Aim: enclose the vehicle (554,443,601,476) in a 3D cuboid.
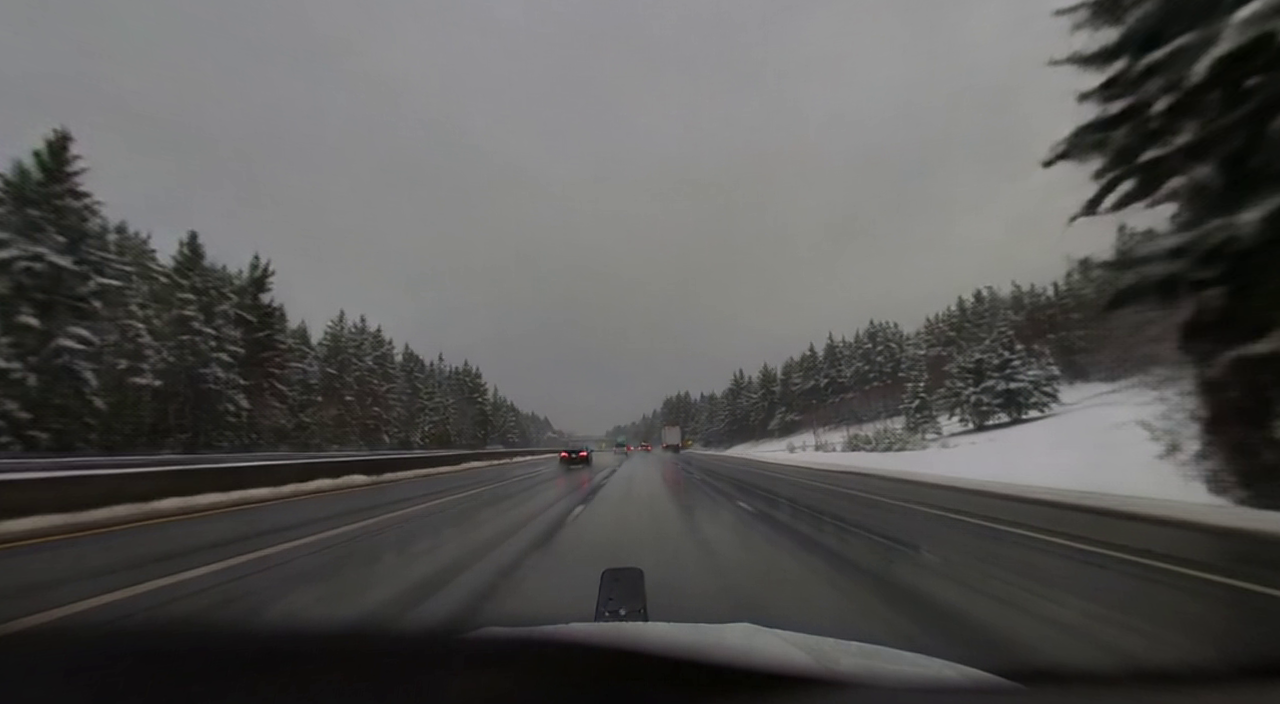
[{"bbox_3d":[-3.161,5.519,32.549,2.025,1.571,3.662,0,-9,1],"label":"vehicle"}]
